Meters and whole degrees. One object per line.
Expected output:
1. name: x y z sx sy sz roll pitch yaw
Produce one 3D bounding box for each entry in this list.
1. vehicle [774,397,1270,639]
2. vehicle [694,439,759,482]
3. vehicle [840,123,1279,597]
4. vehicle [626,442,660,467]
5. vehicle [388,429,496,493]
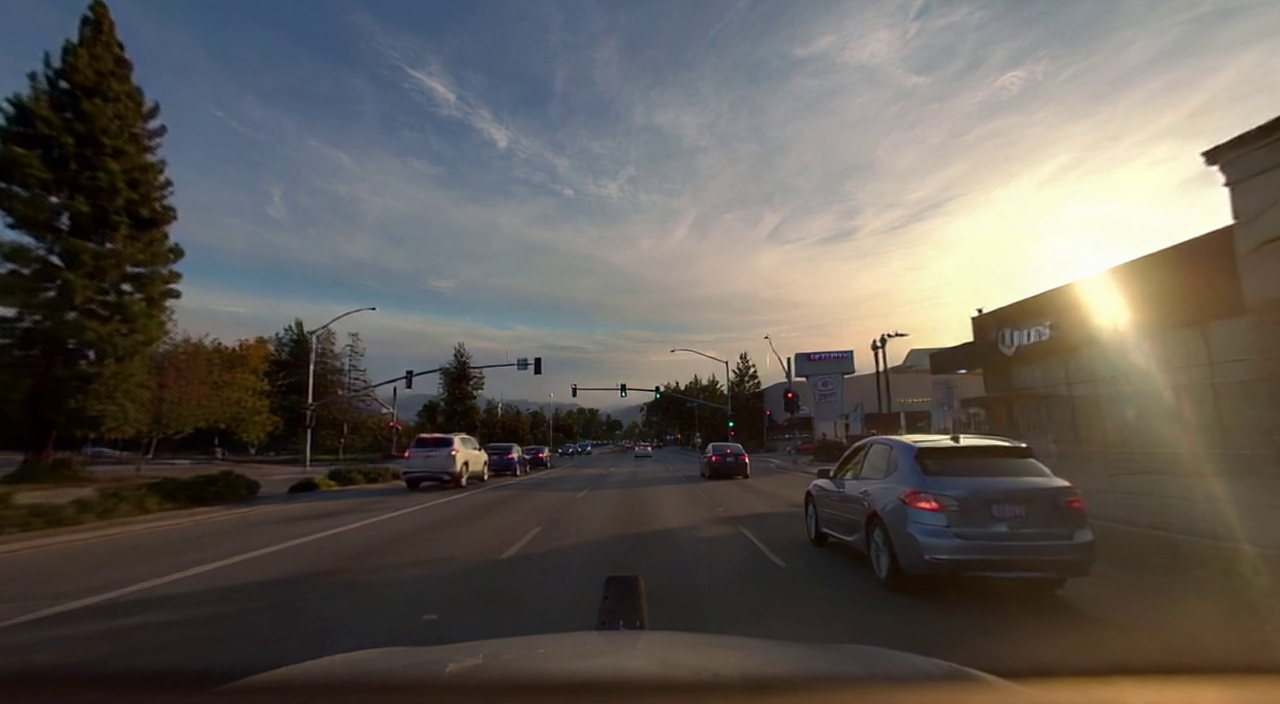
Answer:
1. vehicle: 3.063 1.456 6.662 2.174 1.596 4.779 0 -8 -1
2. vehicle: 3.228 4.151 24.474 1.842 1.480 4.155 0 -8 -1
3. vehicle: 7.092 0.577 9.019 2.899 4.154 16.592 0 -8 -1
4. vehicle: 0.154 6.398 39.603 2.008 1.464 4.052 0 -8 0
5. vehicle: -6.318 3.525 20.845 2.136 1.837 4.669 0 -8 -1
